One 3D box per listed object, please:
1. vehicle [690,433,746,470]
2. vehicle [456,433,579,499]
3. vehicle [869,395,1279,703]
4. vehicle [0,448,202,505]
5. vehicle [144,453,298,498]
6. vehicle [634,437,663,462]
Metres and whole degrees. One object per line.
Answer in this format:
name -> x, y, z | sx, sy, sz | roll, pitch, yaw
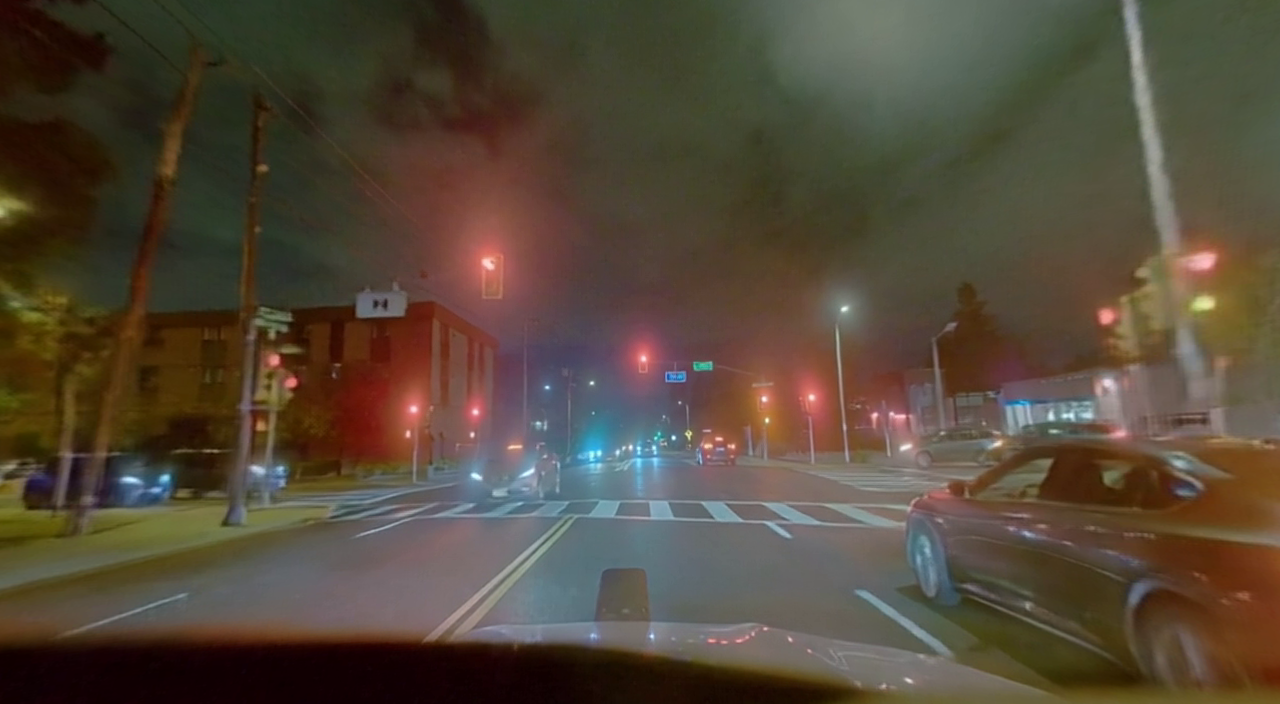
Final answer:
vehicle -> 3.622, 4.726, 30.044 | 2.035, 1.564, 4.719 | 0, -9, 0
vehicle -> -3.427, 3.334, 18.894 | 2.519, 1.689, 5.200 | 0, -9, 1
vehicle -> 3.270, 1.117, 3.680 | 2.072, 1.471, 4.834 | 0, -9, 0
vehicle -> -18.188, 4.146, 21.240 | 5.361, 1.767, 2.179 | -1, -9, 5
vehicle -> -15.953, 4.680, 24.135 | 4.540, 1.546, 2.157 | -1, -9, 8
vehicle -> 0.608, 7.422, 48.190 | 2.118, 1.813, 4.326 | 0, -9, 0
